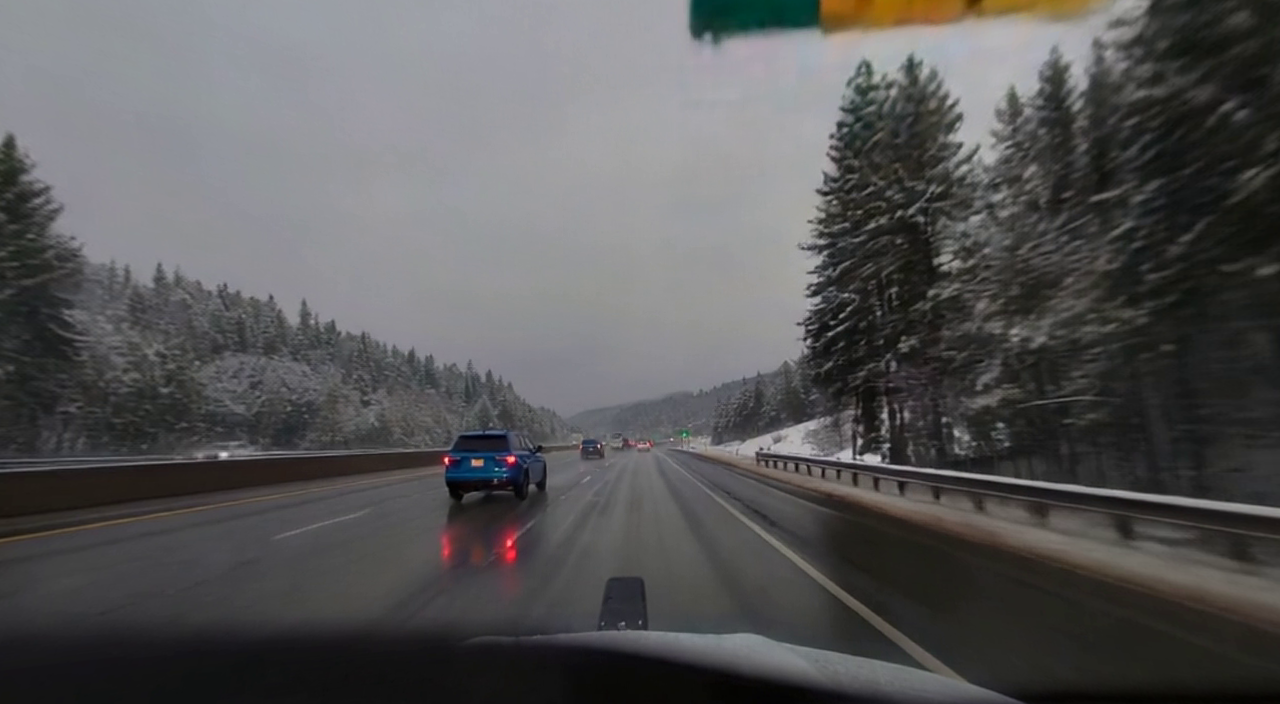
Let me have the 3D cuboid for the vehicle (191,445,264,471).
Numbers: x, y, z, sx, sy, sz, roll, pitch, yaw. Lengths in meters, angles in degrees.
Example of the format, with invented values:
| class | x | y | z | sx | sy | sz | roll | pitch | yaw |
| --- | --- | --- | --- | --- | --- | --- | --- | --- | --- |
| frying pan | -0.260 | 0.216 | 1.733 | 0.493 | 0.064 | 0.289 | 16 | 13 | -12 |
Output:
| class | x | y | z | sx | sy | sz | roll | pitch | yaw |
| --- | --- | --- | --- | --- | --- | --- | --- | --- | --- |
| vehicle | -28.527 | 7.295 | 43.801 | 1.925 | 1.639 | 4.698 | -1 | -8 | 0 |

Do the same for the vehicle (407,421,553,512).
| class | x | y | z | sx | sy | sz | roll | pitch | yaw |
| --- | --- | --- | --- | --- | --- | --- | --- | --- | --- |
| vehicle | -3.405 | 2.522 | 14.444 | 2.138 | 1.718 | 4.415 | -1 | -8 | 1 |
